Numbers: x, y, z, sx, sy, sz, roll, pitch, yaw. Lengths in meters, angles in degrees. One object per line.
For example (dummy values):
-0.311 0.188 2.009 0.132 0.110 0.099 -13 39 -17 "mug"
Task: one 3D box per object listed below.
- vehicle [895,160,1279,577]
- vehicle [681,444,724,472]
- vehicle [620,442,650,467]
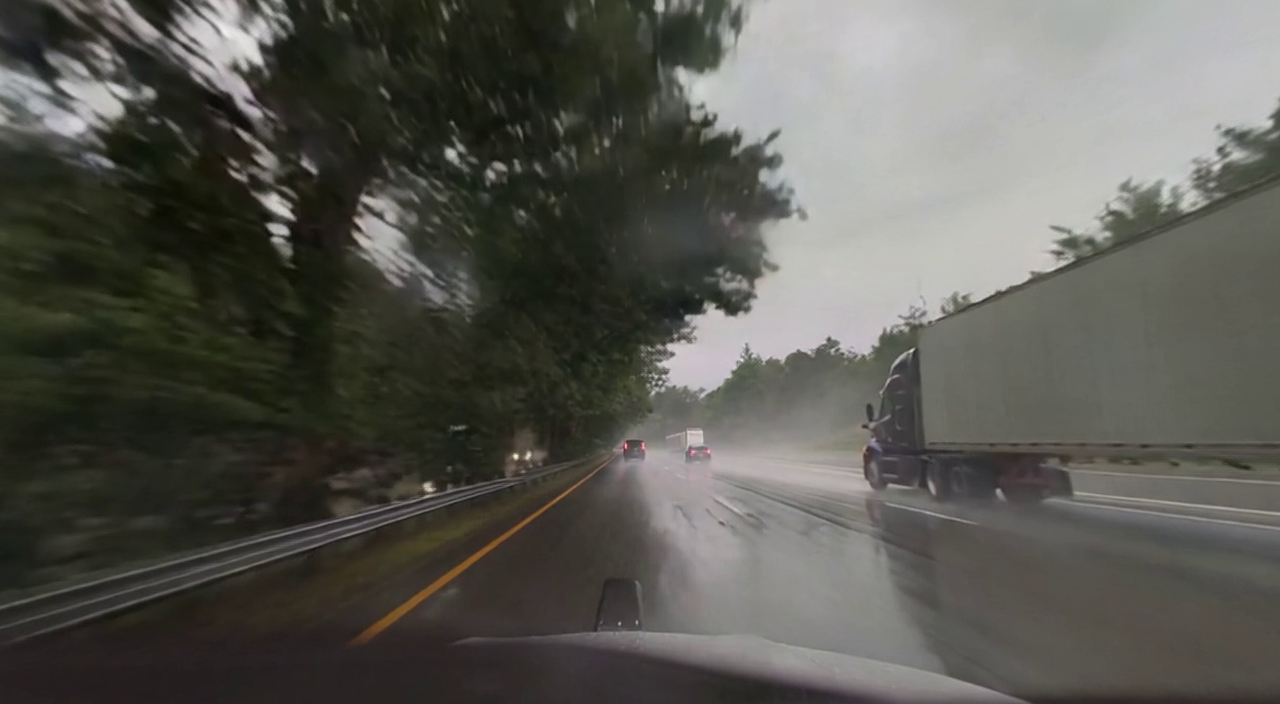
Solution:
7.806 0.413 7.867 3.044 4.073 14.016 0 -9 -1 "vehicle"
3.629 6.248 37.222 2.025 1.534 4.179 0 -9 -2 "vehicle"
-0.364 7.476 45.954 2.114 1.706 4.106 0 -9 -1 "vehicle"
